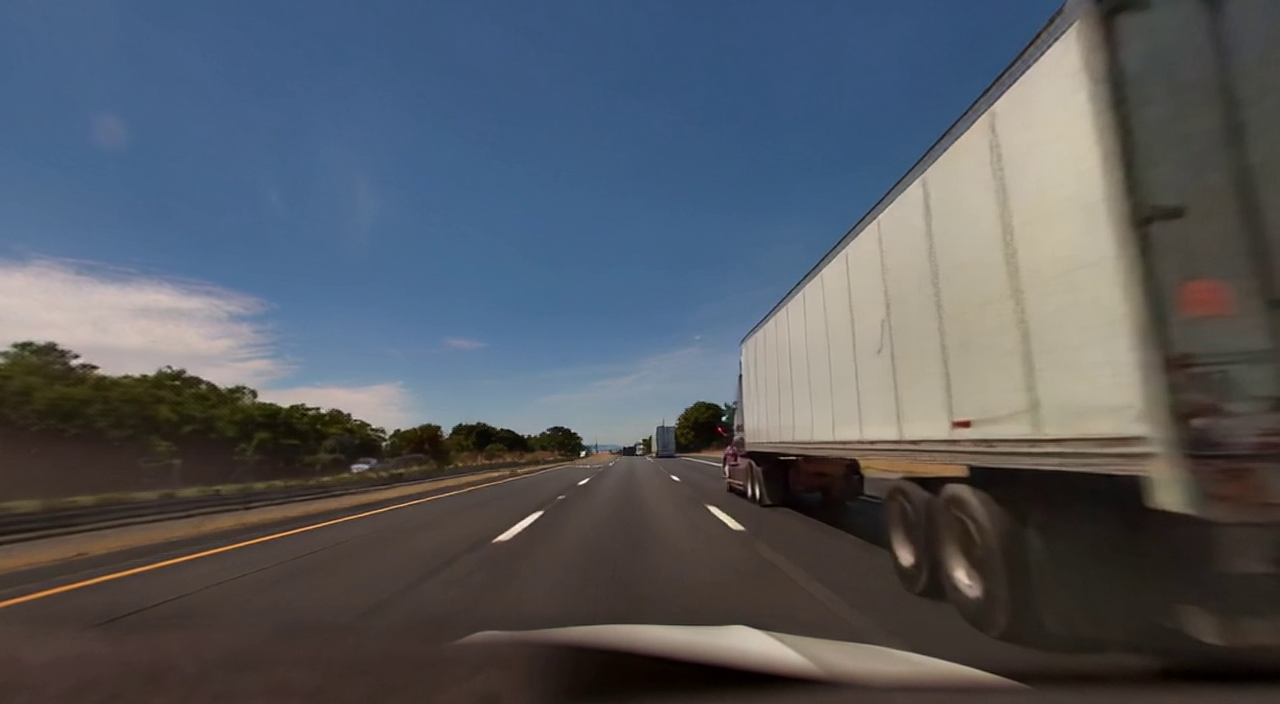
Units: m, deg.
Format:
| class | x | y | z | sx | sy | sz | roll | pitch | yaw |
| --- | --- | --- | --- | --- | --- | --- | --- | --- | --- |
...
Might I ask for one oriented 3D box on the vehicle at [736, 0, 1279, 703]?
| class | x | y | z | sx | sy | sz | roll | pitch | yaw |
| --- | --- | --- | --- | --- | --- | --- | --- | --- | --- |
| vehicle | 3.991 | 0.661 | 8.974 | 3.037 | 3.999 | 13.133 | 0 | -9 | 0 |
